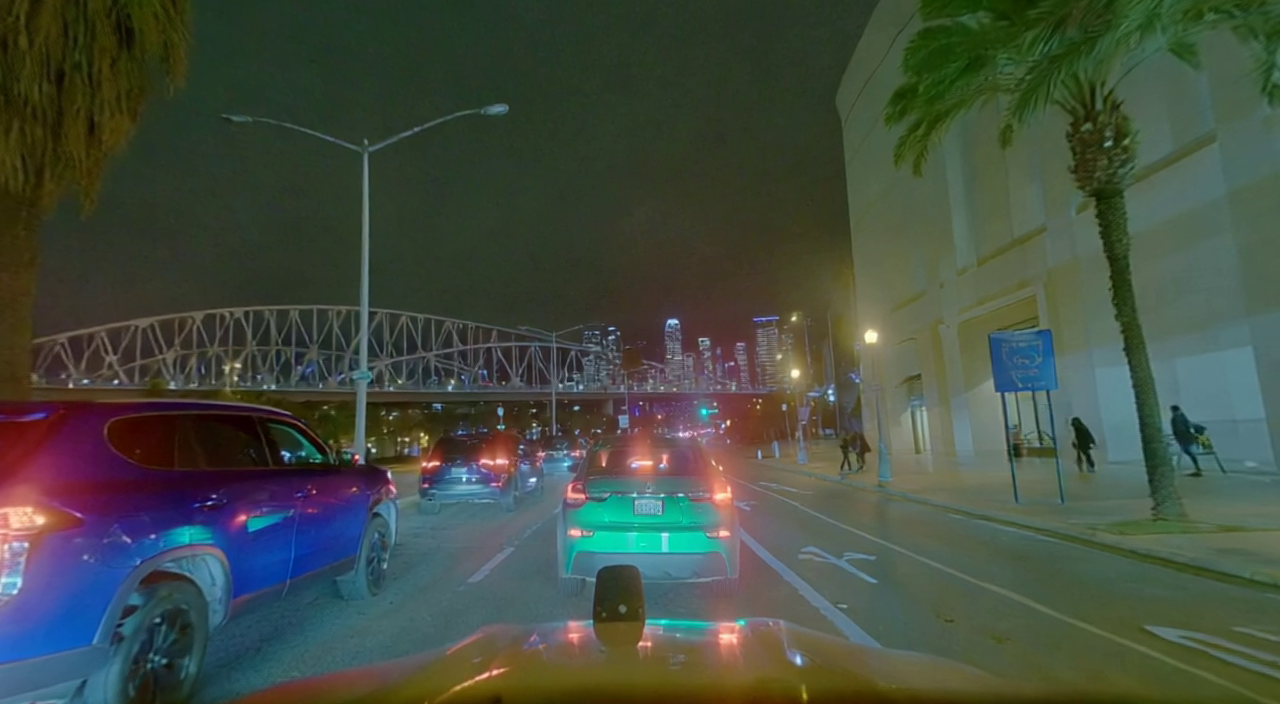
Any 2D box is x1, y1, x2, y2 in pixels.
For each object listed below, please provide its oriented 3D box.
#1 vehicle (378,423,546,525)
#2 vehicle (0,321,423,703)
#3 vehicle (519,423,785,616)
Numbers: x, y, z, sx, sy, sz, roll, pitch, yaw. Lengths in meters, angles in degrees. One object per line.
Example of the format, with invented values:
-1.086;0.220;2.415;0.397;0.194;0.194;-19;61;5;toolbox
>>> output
-3.198;2.286;12.323;1.955;1.637;4.032;0;-8;2;vehicle
-3.259;1.059;4.186;2.014;1.740;4.359;0;-8;1;vehicle
0.082;1.597;6.974;2.036;1.461;4.129;0;-8;0;vehicle
